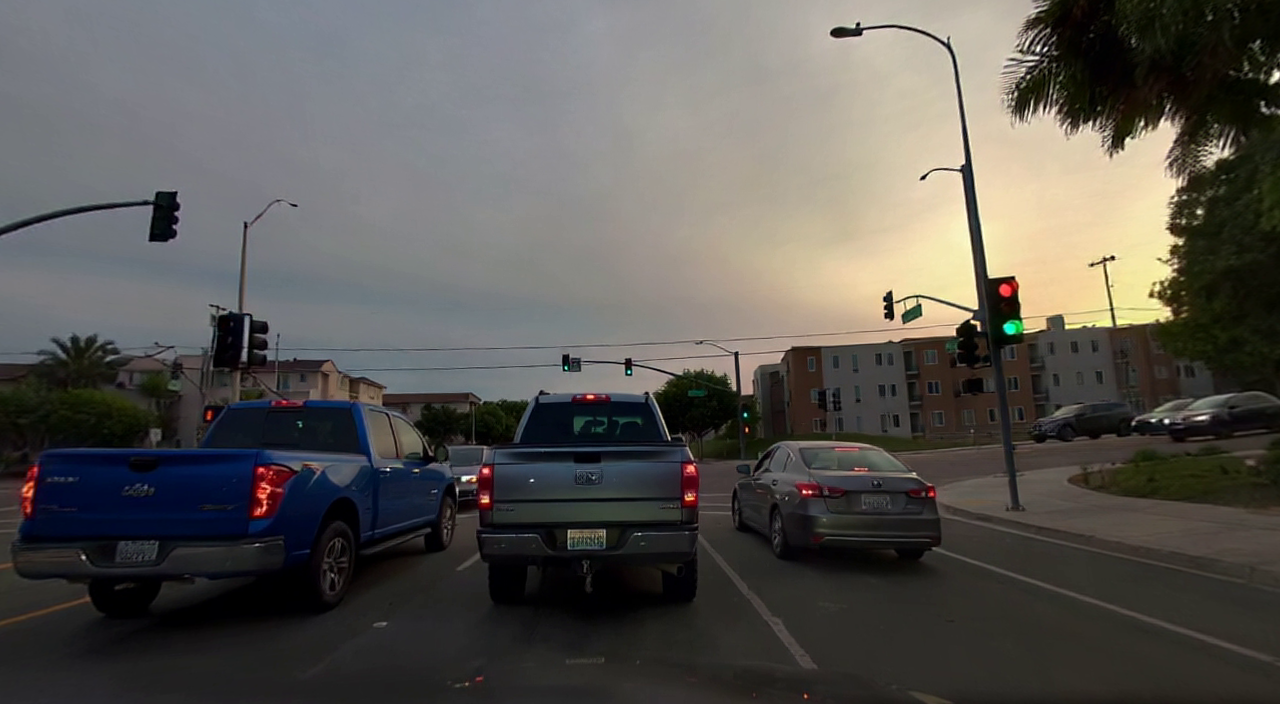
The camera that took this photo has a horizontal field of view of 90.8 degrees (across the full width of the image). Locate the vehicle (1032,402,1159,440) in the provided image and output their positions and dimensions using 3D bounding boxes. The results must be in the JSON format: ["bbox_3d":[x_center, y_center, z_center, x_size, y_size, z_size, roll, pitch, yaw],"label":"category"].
[{"bbox_3d":[23.279,3.591,32.476,4.721,1.866,2.188,0,-9,2],"label":"vehicle"}]

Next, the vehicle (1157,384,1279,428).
[{"bbox_3d":[27.979,2.575,29.660,5.302,1.894,2.200,0,-9,1],"label":"vehicle"}]

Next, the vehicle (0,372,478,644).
[{"bbox_3d":[-3.462,1.433,6.932,2.146,1.828,5.148,0,-9,-2],"label":"vehicle"}]

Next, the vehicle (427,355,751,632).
[{"bbox_3d":[-0.396,1.324,6.783,2.282,1.964,4.421,0,-9,-1],"label":"vehicle"}]

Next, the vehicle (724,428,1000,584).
[{"bbox_3d":[2.432,1.816,8.314,2.016,1.481,4.336,0,-9,0],"label":"vehicle"}]
